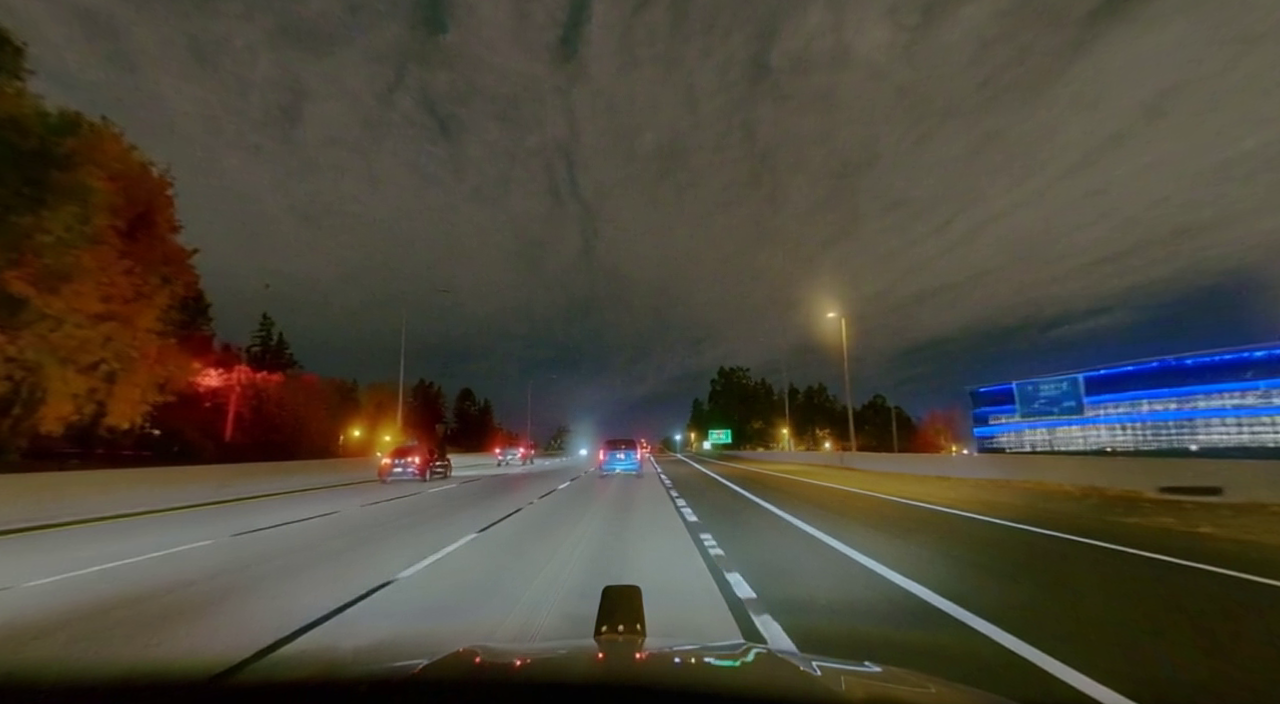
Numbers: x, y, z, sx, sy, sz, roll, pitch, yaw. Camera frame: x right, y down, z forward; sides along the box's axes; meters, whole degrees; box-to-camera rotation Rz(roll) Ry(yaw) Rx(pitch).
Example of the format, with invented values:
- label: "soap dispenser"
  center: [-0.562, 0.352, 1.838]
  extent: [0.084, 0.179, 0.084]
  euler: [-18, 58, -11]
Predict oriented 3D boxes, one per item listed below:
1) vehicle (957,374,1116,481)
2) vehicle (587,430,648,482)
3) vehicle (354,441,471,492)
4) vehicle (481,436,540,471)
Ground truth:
- label: "vehicle"
  center: [14.333, 2.824, 23.203]
  extent: [2.879, 3.559, 4.020]
  euler: [0, -9, -3]
- label: "vehicle"
  center: [-0.817, 4.197, 25.631]
  extent: [2.245, 1.863, 4.801]
  euler: [0, -9, 0]
- label: "vehicle"
  center: [-7.316, 3.712, 20.840]
  extent: [2.074, 1.495, 4.643]
  euler: [0, -9, 1]
- label: "vehicle"
  center: [-7.671, 6.078, 37.986]
  extent: [2.328, 1.927, 5.880]
  euler: [0, -9, 0]
